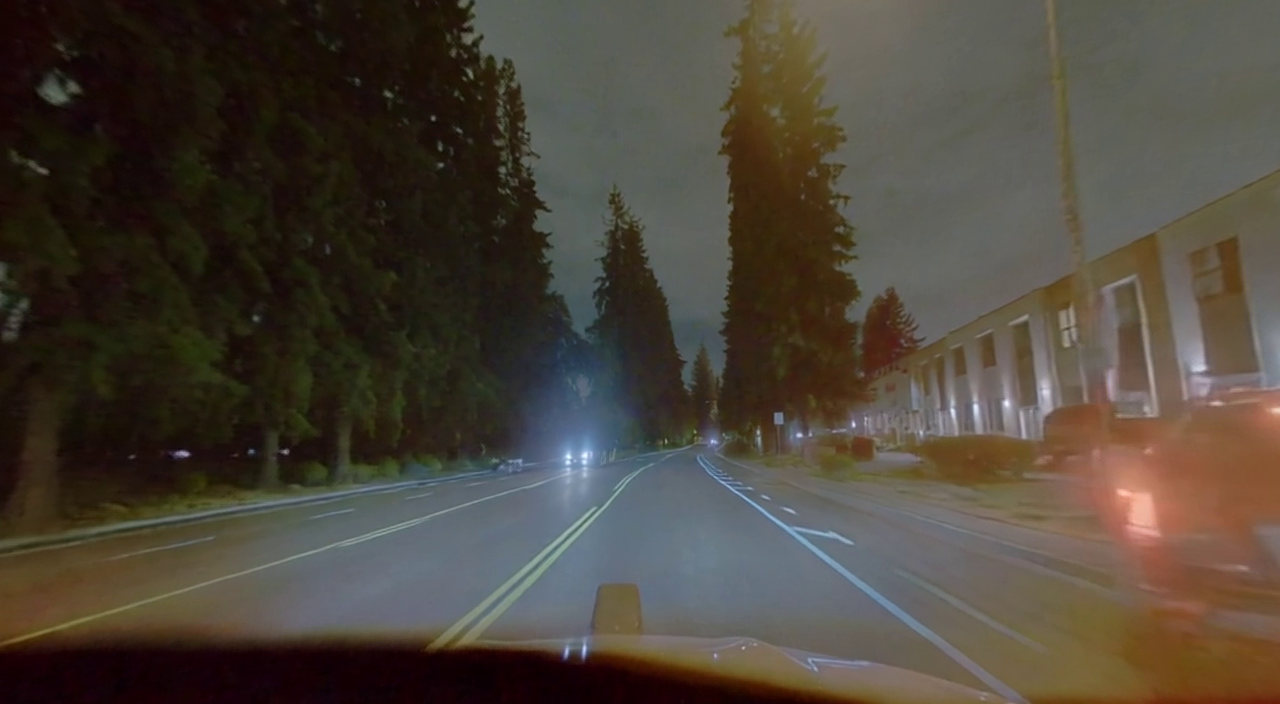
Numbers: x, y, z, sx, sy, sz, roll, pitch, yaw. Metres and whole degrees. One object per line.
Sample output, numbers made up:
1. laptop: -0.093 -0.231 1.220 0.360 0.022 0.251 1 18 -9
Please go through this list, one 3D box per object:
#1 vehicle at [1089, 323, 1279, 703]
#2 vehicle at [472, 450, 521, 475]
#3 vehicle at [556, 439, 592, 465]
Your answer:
1. vehicle: 4.973 0.899 3.673 4.724 1.862 2.268 5 -10 -36
2. vehicle: -8.958 6.932 39.763 1.865 1.441 4.422 0 -8 3
3. vehicle: -4.960 7.601 48.007 2.063 1.859 4.812 0 -8 2
